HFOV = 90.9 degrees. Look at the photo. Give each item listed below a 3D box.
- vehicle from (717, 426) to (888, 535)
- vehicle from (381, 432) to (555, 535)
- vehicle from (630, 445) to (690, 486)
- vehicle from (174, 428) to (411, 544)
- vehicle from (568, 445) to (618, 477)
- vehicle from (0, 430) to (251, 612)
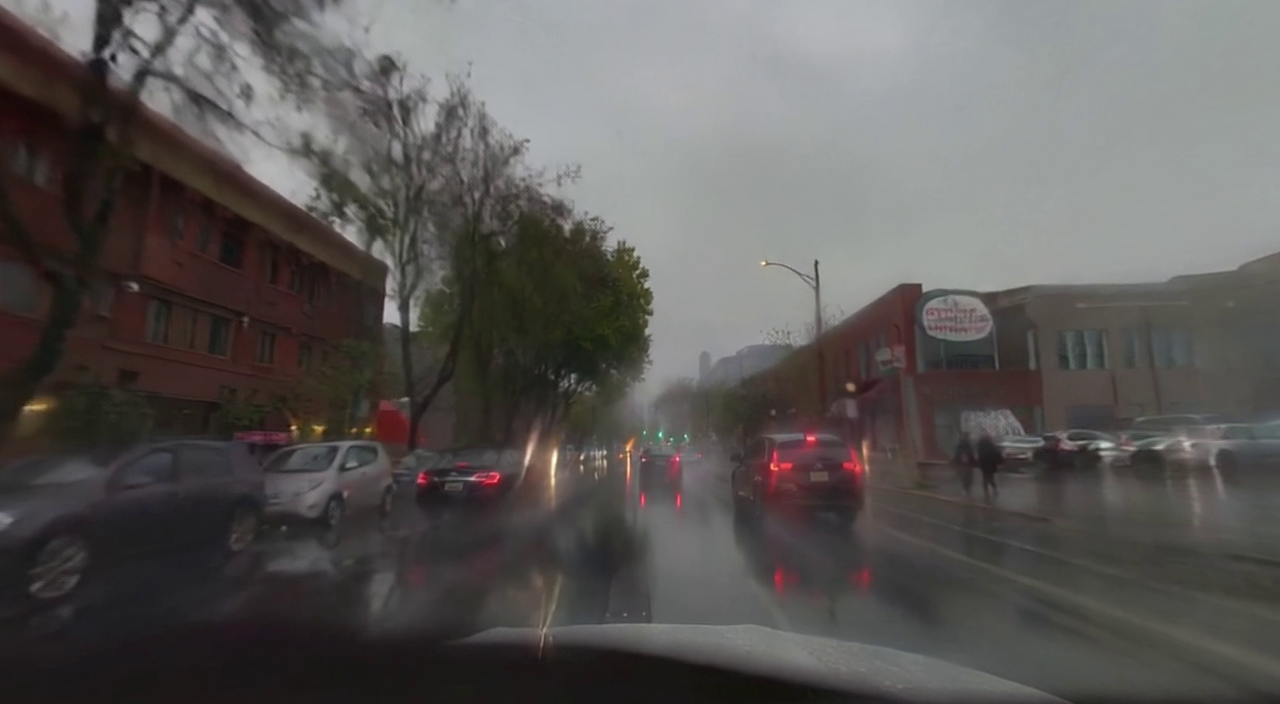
[{"bbox_3d":[2.852,2.374,12.255,2.094,1.709,4.394,0,-9,-1],"label":"vehicle"},{"bbox_3d":[-3.034,2.408,12.128,2.085,1.619,3.976,-1,-9,2],"label":"vehicle"},{"bbox_3d":[0.758,4.431,24.951,2.139,1.466,4.373,0,-9,1],"label":"vehicle"},{"bbox_3d":[-5.944,2.317,11.511,1.867,1.692,4.188,0,-9,1],"label":"vehicle"},{"bbox_3d":[-2.328,5.580,32.445,2.019,1.507,4.643,-1,-9,2],"label":"vehicle"},{"bbox_3d":[-6.178,1.723,7.104,1.620,1.586,2.903,0,-9,1],"label":"vehicle"}]
